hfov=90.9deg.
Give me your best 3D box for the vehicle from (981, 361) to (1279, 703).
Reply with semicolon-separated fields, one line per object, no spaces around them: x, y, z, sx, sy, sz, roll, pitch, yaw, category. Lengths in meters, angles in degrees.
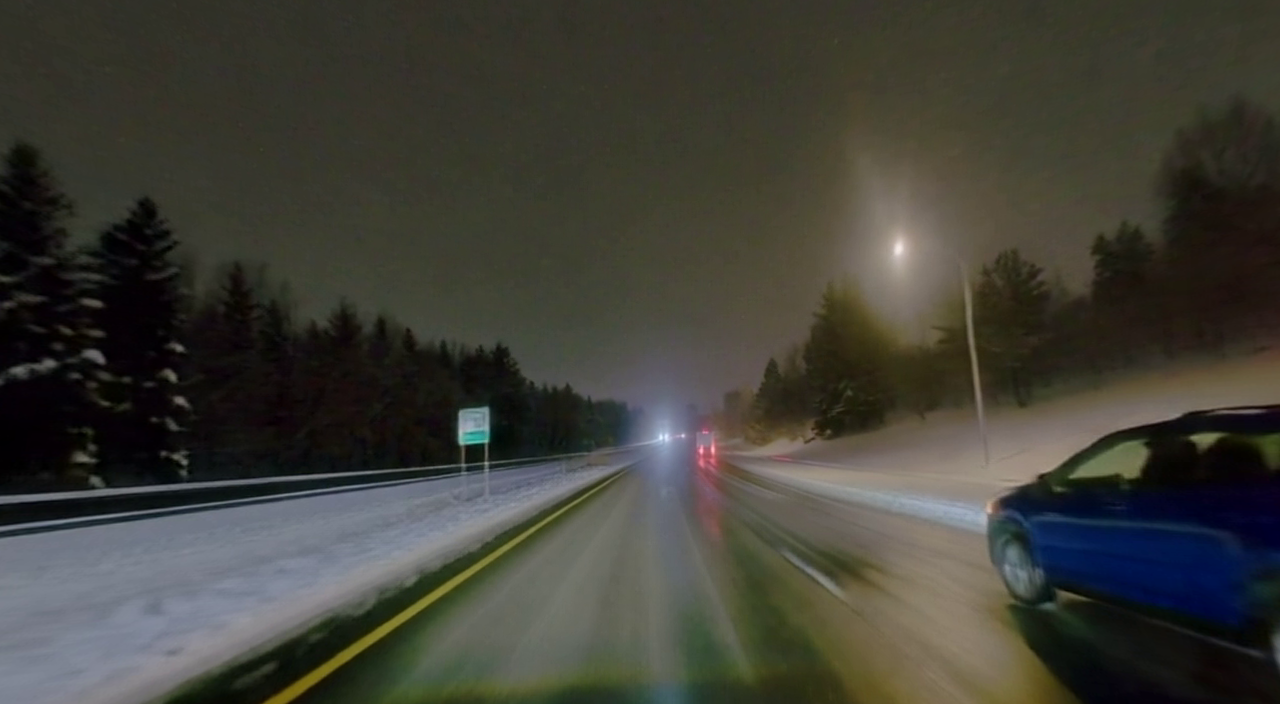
4.152;0.980;3.448;2.143;1.730;4.303;0;-9;0;vehicle
